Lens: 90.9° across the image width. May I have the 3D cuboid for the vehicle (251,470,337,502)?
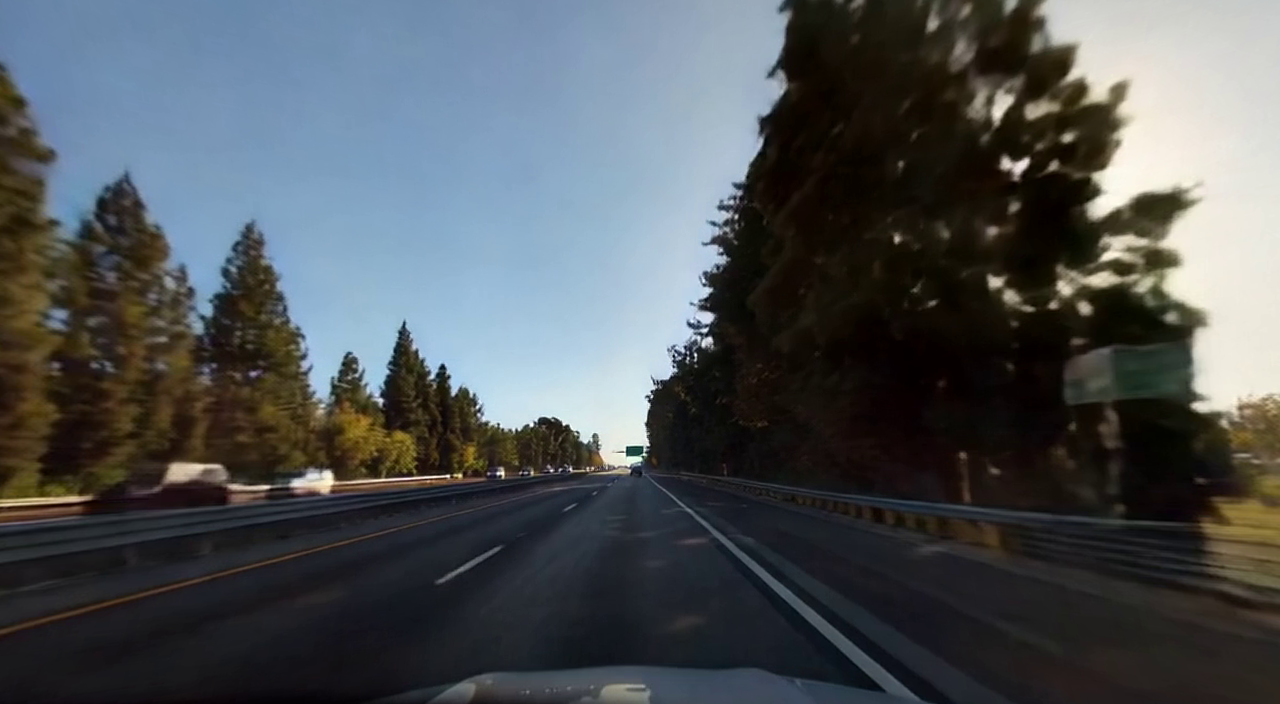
[{"bbox_3d":[-17.053,6.625,31.335,1.802,1.409,4.411,1,-11,-1],"label":"vehicle"}]

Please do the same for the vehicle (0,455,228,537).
[{"bbox_3d":[-12.528,3.432,15.424,1.927,1.669,4.199,1,-11,1],"label":"vehicle"}]
